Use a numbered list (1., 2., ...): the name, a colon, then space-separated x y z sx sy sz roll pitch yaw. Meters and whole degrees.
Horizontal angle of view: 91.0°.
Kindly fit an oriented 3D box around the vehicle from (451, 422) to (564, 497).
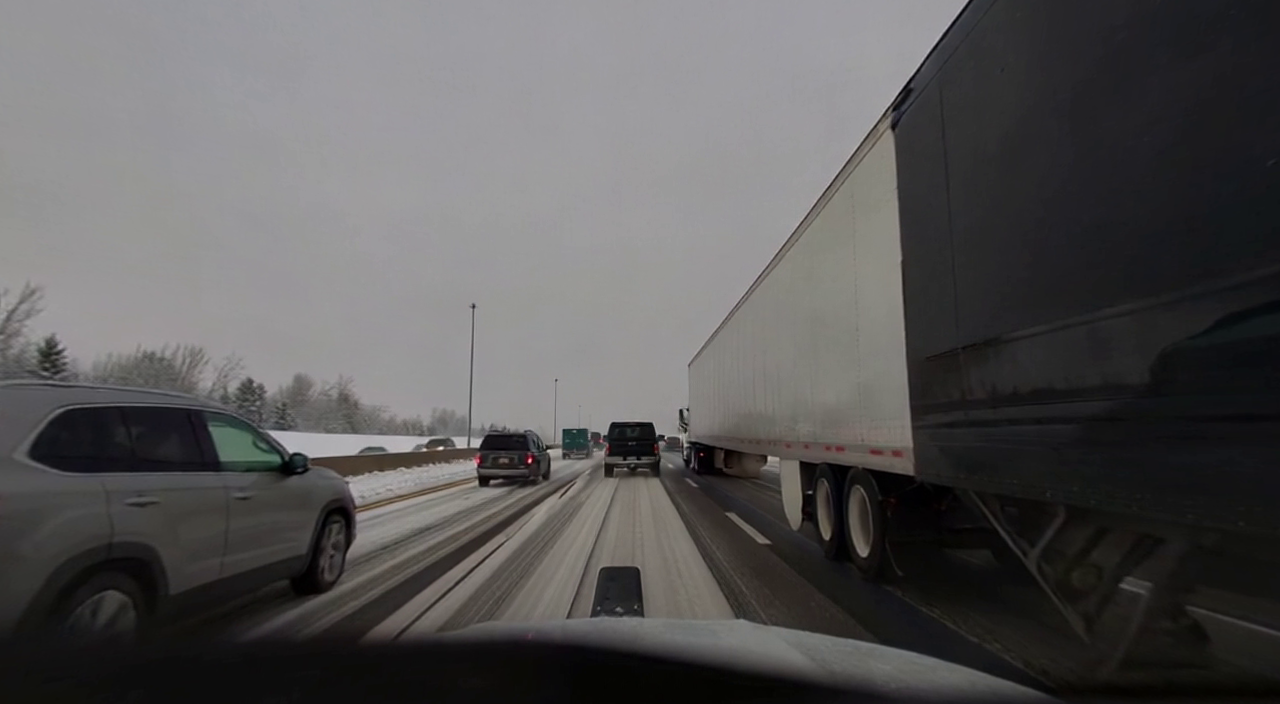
1. vehicle: -3.533 2.974 17.801 2.120 1.812 4.659 0 -8 1

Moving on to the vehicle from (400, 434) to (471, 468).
1. vehicle: -11.954 5.862 37.297 2.244 1.830 5.693 0 -8 1

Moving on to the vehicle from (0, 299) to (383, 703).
1. vehicle: -3.352 0.844 2.999 2.193 1.803 4.958 0 -8 -1

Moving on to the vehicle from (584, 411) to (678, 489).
1. vehicle: -0.304 3.264 21.181 2.704 2.216 5.804 0 -8 -1

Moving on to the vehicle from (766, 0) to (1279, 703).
1. vehicle: 3.599 -0.356 2.687 2.852 4.121 16.210 0 -8 0
